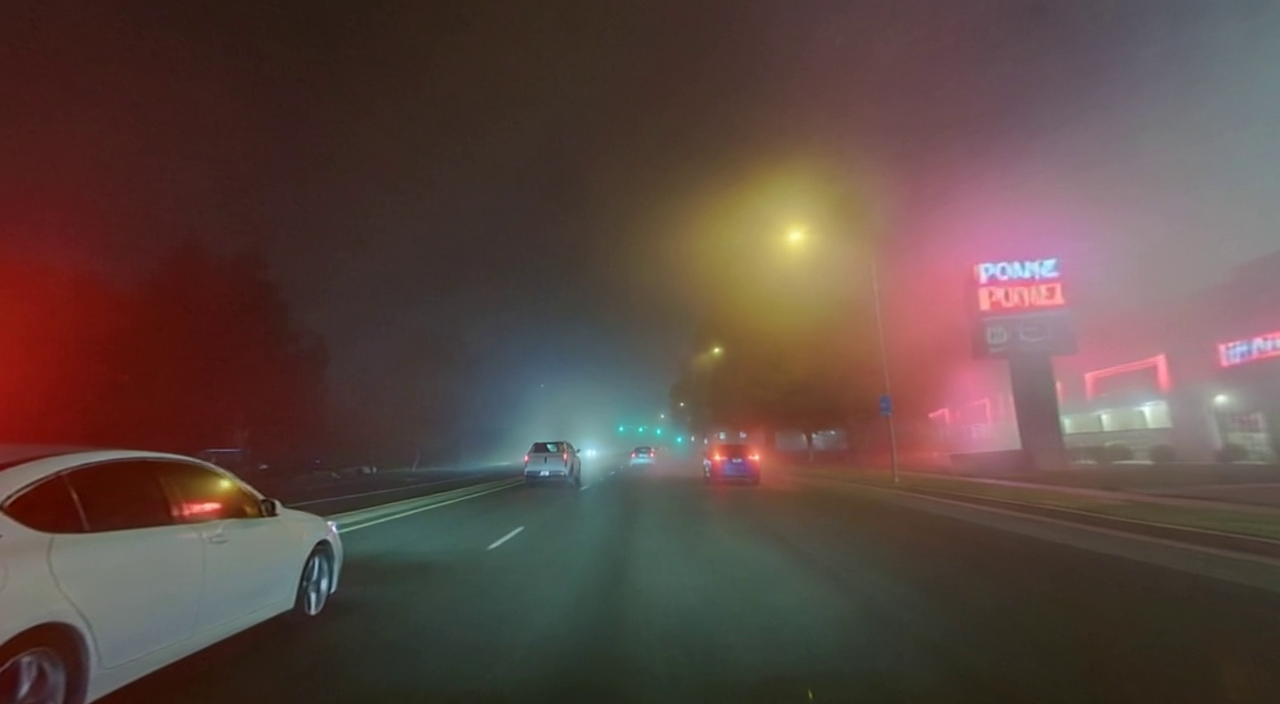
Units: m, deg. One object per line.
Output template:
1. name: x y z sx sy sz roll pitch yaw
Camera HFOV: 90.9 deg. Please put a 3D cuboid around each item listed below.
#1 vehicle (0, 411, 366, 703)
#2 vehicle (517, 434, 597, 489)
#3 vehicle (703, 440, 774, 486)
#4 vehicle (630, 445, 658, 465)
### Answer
1. vehicle: -3.266 1.020 2.708 1.956 1.460 4.802 0 -8 1
2. vehicle: -2.878 3.925 22.963 2.193 1.788 4.603 0 -8 1
3. vehicle: 3.487 4.025 23.179 1.904 1.490 4.299 0 -8 0
4. vehicle: 0.299 7.714 47.487 2.069 1.445 3.965 0 -8 0
